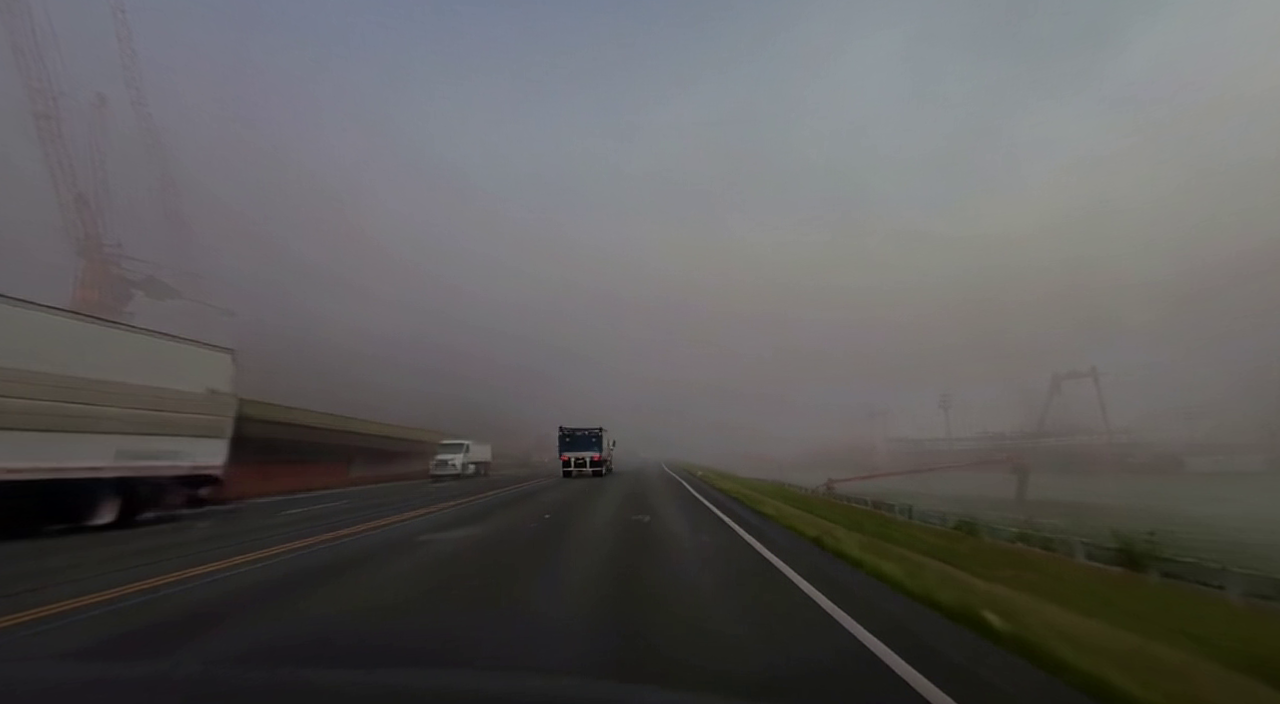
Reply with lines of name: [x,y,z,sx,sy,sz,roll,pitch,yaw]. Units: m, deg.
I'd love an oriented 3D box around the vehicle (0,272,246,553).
vehicle: [-10.170,0.896,9.040,2.813,3.815,9.248,0,-9,1]

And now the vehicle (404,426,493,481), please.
vehicle: [-9.900,5.353,33.242,2.762,2.579,6.099,0,-9,0]

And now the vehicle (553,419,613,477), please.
vehicle: [-2.922,5.194,33.985,2.565,2.771,6.641,0,-9,0]
